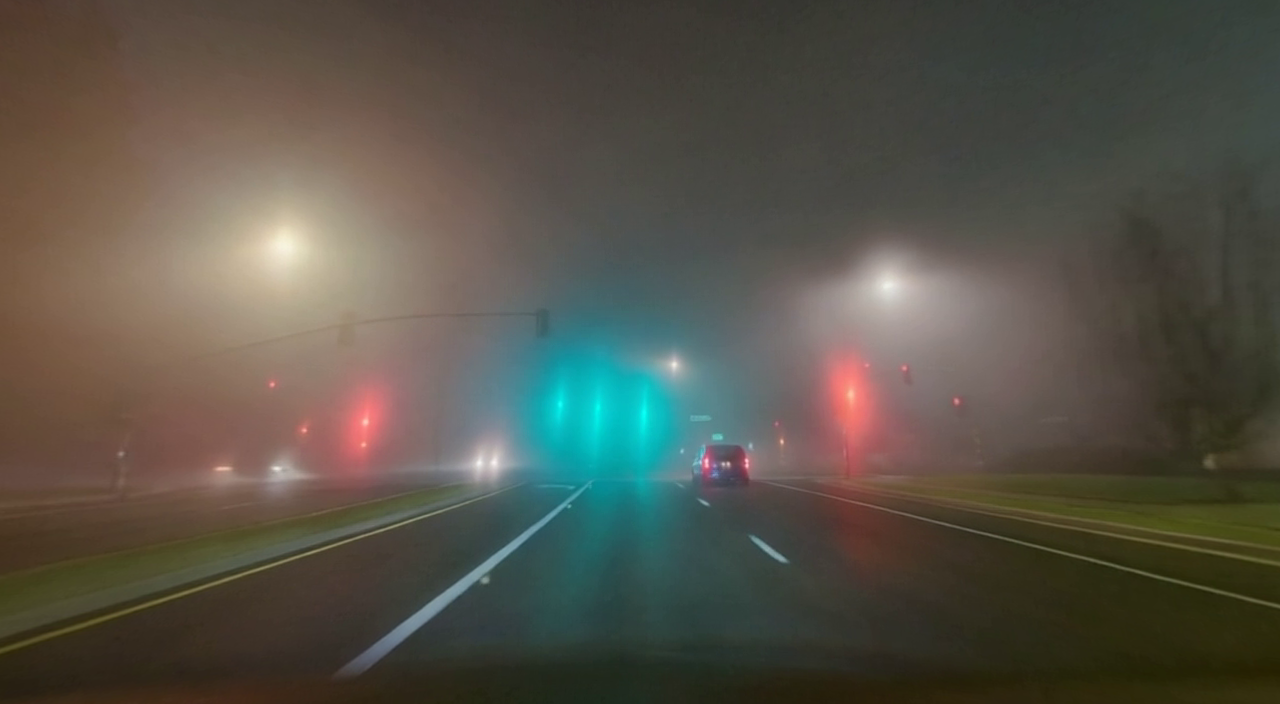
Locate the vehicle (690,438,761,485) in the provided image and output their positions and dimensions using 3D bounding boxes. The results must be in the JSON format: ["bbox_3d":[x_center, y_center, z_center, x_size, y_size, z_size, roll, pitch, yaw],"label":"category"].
[{"bbox_3d":[3.499,4.578,26.775,2.240,1.781,4.433,0,-8,-2],"label":"vehicle"}]

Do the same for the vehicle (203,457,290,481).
[{"bbox_3d":[-26.348,7.847,42.314,4.447,1.499,1.984,0,-8,0],"label":"vehicle"}]
